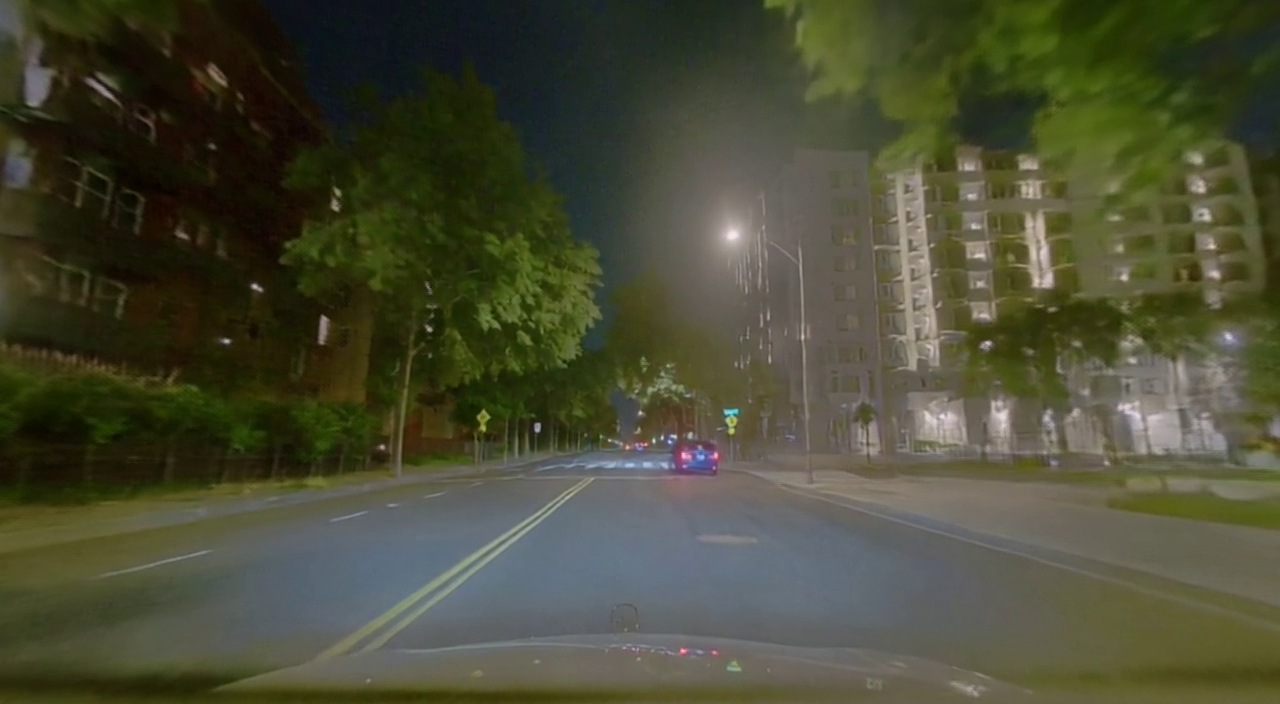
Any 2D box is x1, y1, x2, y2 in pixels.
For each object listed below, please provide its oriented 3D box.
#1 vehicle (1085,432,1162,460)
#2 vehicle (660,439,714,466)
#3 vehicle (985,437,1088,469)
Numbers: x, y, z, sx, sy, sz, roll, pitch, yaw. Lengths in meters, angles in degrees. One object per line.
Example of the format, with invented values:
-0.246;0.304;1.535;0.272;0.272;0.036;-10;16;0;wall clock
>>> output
33.846;6.599;44.224;1.887;1.808;4.443;-1;-8;1;vehicle
3.107;6.792;42.570;1.981;1.703;3.691;4;-9;-27;vehicle
23.946;6.119;38.159;4.676;1.775;2.085;-2;-9;2;vehicle
